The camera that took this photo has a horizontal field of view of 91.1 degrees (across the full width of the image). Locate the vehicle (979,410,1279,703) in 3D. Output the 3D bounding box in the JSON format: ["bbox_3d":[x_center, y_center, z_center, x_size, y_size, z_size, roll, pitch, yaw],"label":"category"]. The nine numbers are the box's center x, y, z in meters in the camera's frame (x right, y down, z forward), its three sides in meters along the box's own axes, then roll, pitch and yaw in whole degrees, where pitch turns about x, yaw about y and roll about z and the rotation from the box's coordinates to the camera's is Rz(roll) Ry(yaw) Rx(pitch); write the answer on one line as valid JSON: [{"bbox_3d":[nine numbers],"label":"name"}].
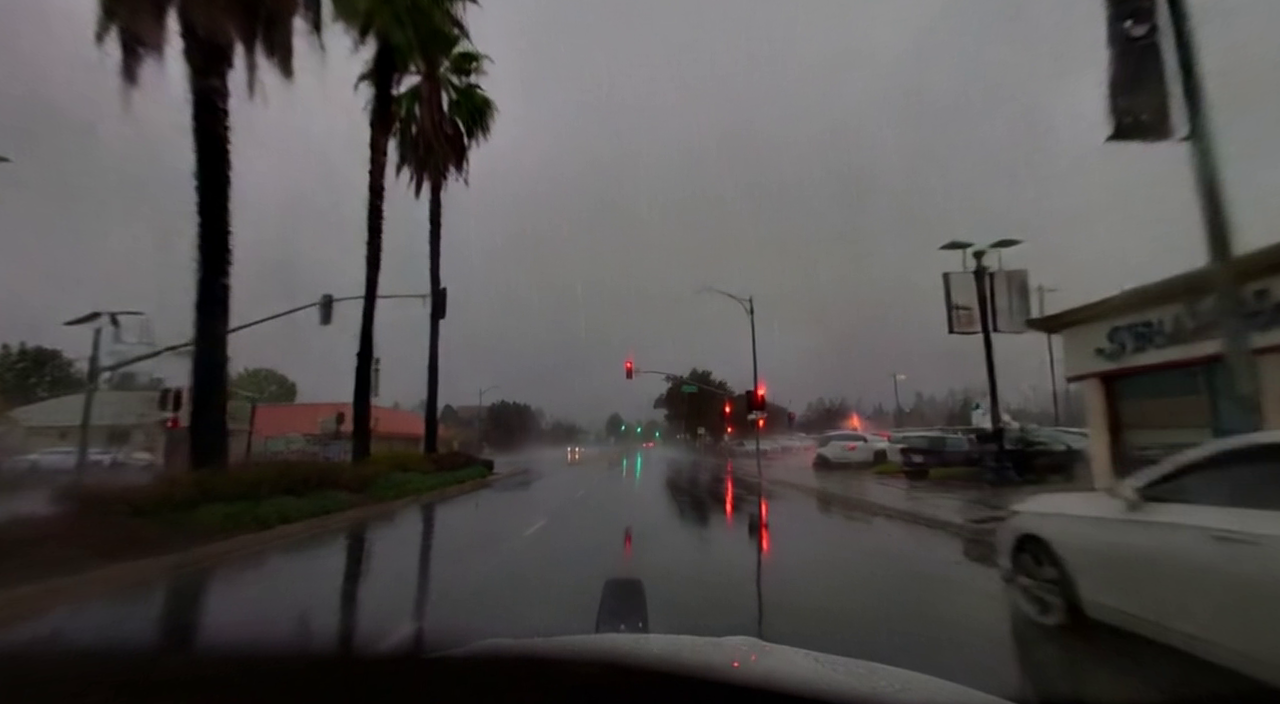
[{"bbox_3d":[4.023,1.040,2.986,2.047,1.491,4.634,1,-7,-3],"label":"vehicle"}]
